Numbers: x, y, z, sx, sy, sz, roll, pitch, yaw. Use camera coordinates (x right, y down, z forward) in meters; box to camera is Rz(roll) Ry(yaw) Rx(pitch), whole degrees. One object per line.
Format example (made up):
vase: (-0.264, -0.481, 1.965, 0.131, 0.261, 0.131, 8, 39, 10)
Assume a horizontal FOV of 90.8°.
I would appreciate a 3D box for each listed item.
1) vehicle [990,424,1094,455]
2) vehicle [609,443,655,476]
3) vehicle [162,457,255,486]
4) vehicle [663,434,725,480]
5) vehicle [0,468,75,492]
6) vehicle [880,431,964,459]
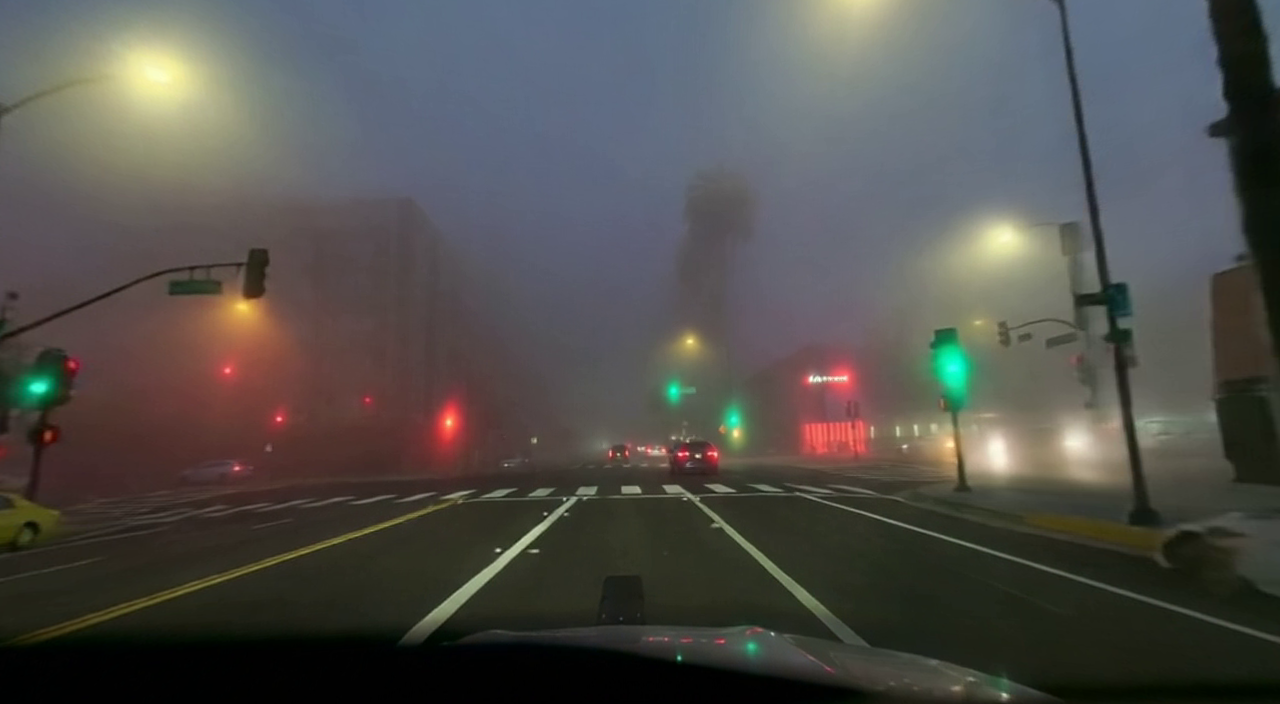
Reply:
vehicle: (25.556, 5.588, 40.304, 5.130, 1.875, 2.118, 0, -8, -2)
vehicle: (-0.419, 5.150, 30.560, 2.088, 1.452, 3.993, 0, -8, -2)
vehicle: (-28.732, 7.956, 42.151, 4.570, 1.741, 2.107, 0, -8, -1)
vehicle: (2.107, 4.276, 25.937, 2.003, 1.702, 4.288, 0, -8, -3)
vehicle: (-40.591, 8.462, 41.978, 4.158, 1.463, 1.836, 0, -8, -1)
vehicle: (17.638, 5.829, 39.698, 4.277, 1.665, 2.006, 0, -8, -2)
